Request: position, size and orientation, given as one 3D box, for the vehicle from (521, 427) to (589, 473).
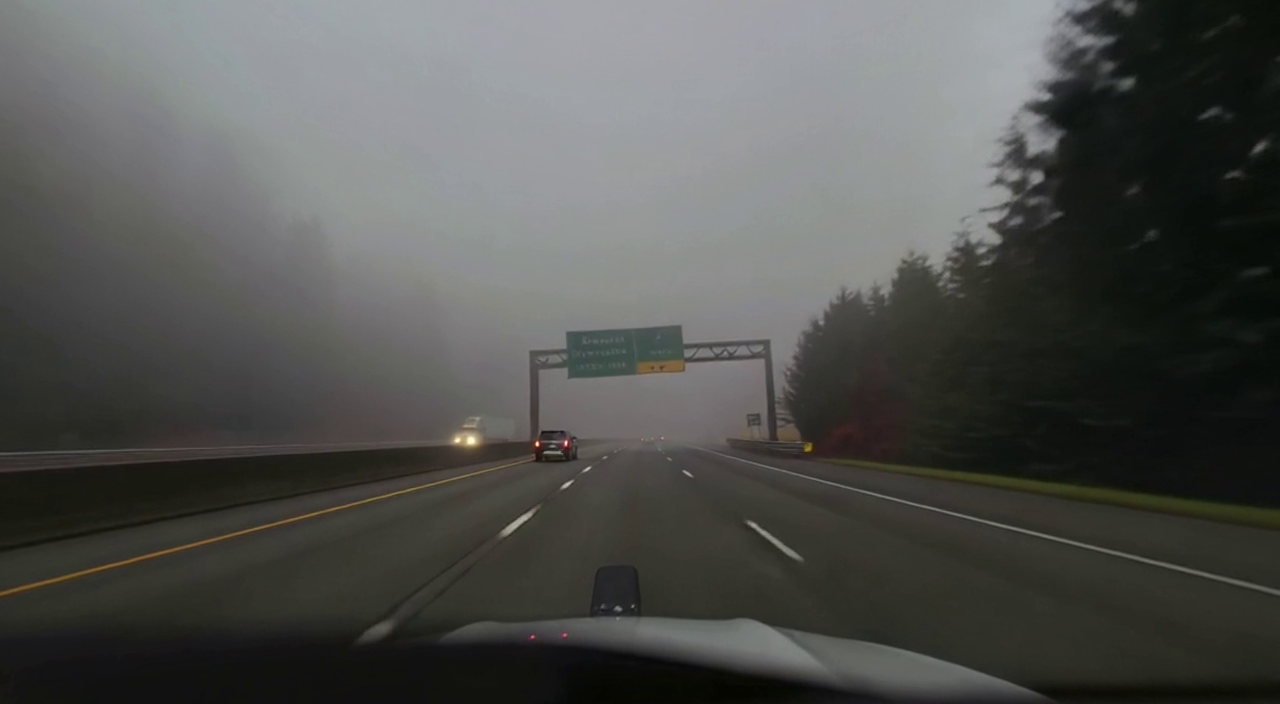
[{"bbox_3d":[-3.236,3.812,24.745,2.084,1.654,4.080,0,-8,0],"label":"vehicle"}]
